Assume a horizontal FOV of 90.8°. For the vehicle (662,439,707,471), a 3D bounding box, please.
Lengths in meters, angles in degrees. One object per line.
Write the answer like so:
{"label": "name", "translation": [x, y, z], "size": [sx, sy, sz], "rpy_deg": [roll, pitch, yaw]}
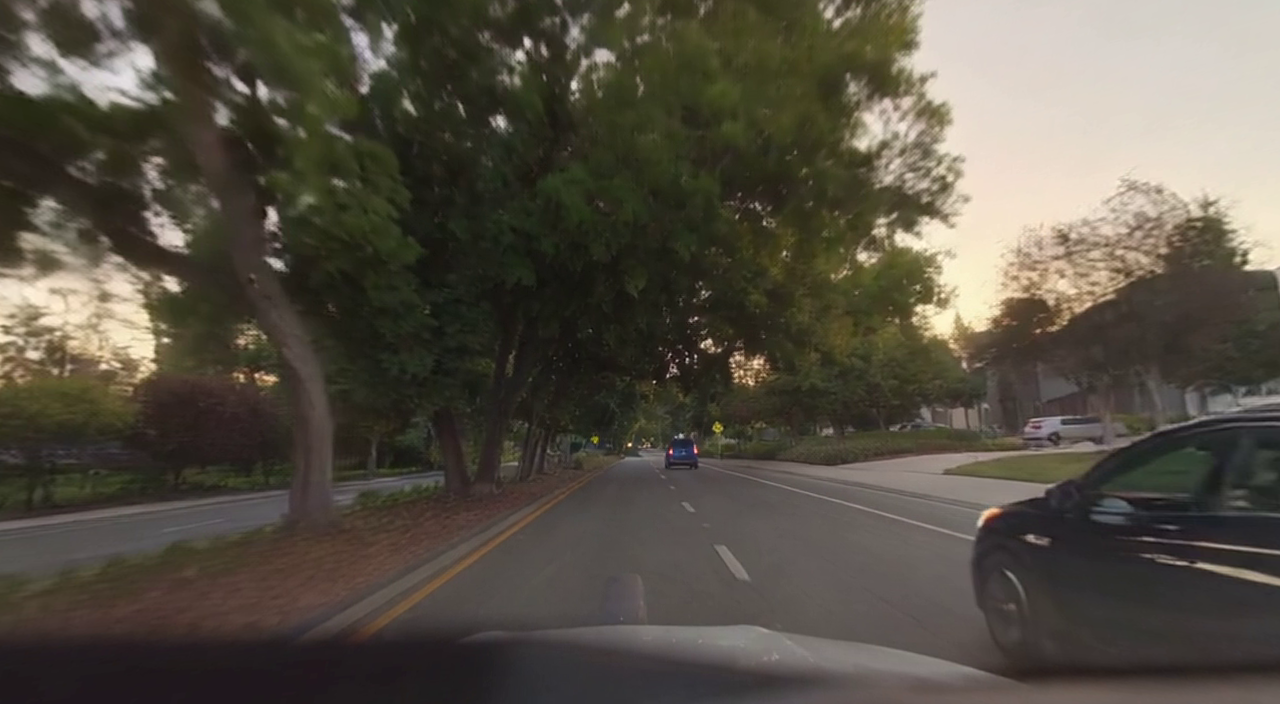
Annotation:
{"label": "vehicle", "translation": [2.436, 5.833, 35.924], "size": [2.164, 1.725, 4.285], "rpy_deg": [0, -9, -1]}

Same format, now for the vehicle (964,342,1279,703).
{"label": "vehicle", "translation": [3.245, 0.738, 1.934], "size": [2.066, 1.603, 4.475], "rpy_deg": [0, -9, -1]}
